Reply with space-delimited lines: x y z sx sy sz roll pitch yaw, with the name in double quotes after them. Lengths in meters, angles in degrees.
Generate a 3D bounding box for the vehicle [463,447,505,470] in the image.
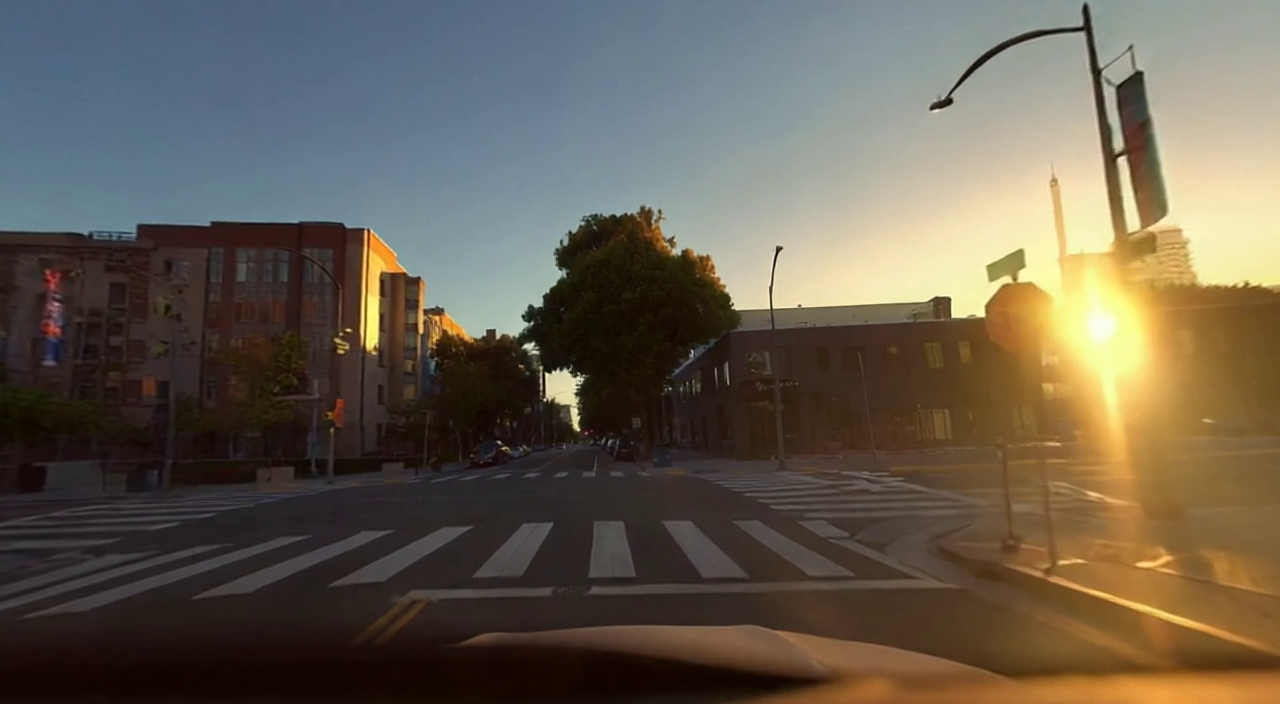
-10.750 7.346 43.830 2.033 1.491 4.298 0 -8 -3 "vehicle"
